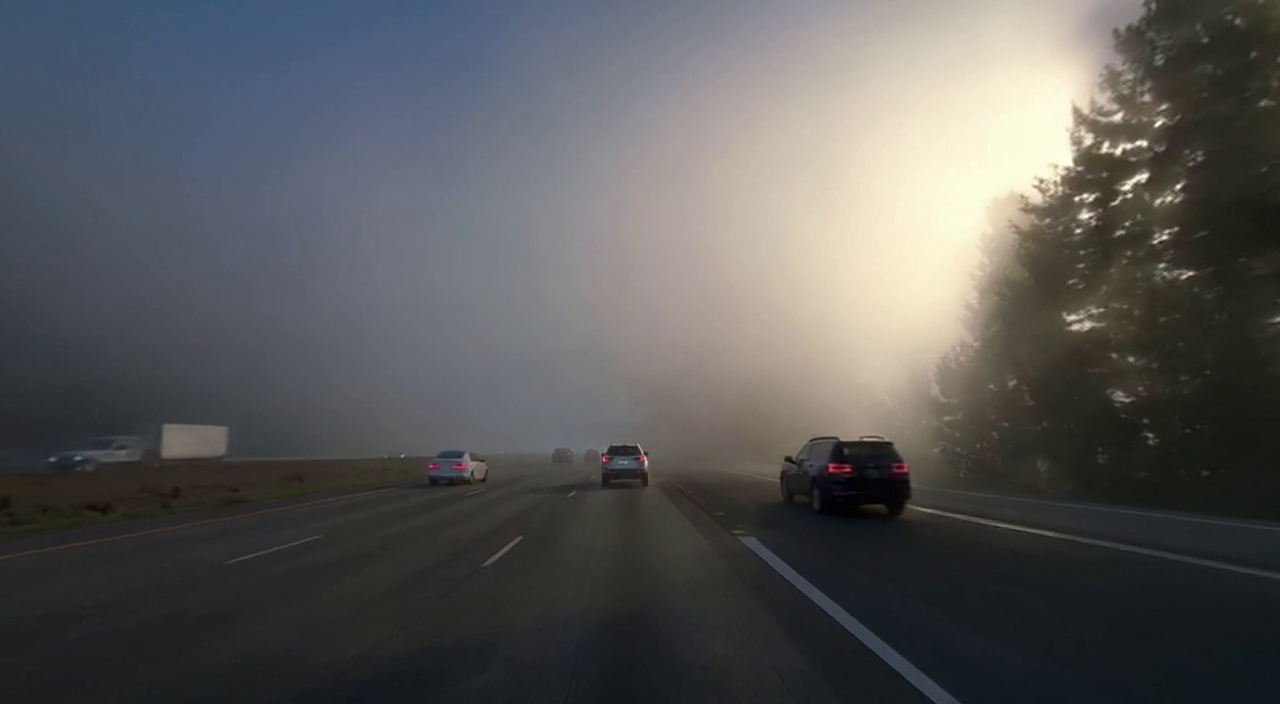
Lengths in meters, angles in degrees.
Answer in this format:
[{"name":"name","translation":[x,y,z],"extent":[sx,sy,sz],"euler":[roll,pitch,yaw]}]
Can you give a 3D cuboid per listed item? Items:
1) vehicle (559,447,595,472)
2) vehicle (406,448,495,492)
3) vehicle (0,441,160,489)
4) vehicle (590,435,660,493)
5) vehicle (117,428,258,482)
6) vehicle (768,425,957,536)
[{"name":"vehicle","translation":[-3.995,6.838,40.313],"extent":[1.889,1.522,4.465],"euler":[0,-9,-1]},{"name":"vehicle","translation":[-7.063,4.423,24.074],"extent":[1.892,1.468,4.792],"euler":[0,-9,0]},{"name":"vehicle","translation":[-22.678,4.493,25.436],"extent":[2.220,1.730,5.503],"euler":[0,-9,-1]},{"name":"vehicle","translation":[-0.474,3.825,21.858],"extent":[2.127,1.749,4.776],"euler":[0,-9,0]},{"name":"vehicle","translation":[-22.761,5.221,32.199],"extent":[2.547,2.468,6.237],"euler":[0,-9,0]},{"name":"vehicle","translation":[3.946,2.346,12.118],"extent":[1.925,1.716,4.378],"euler":[0,-9,-2]}]
